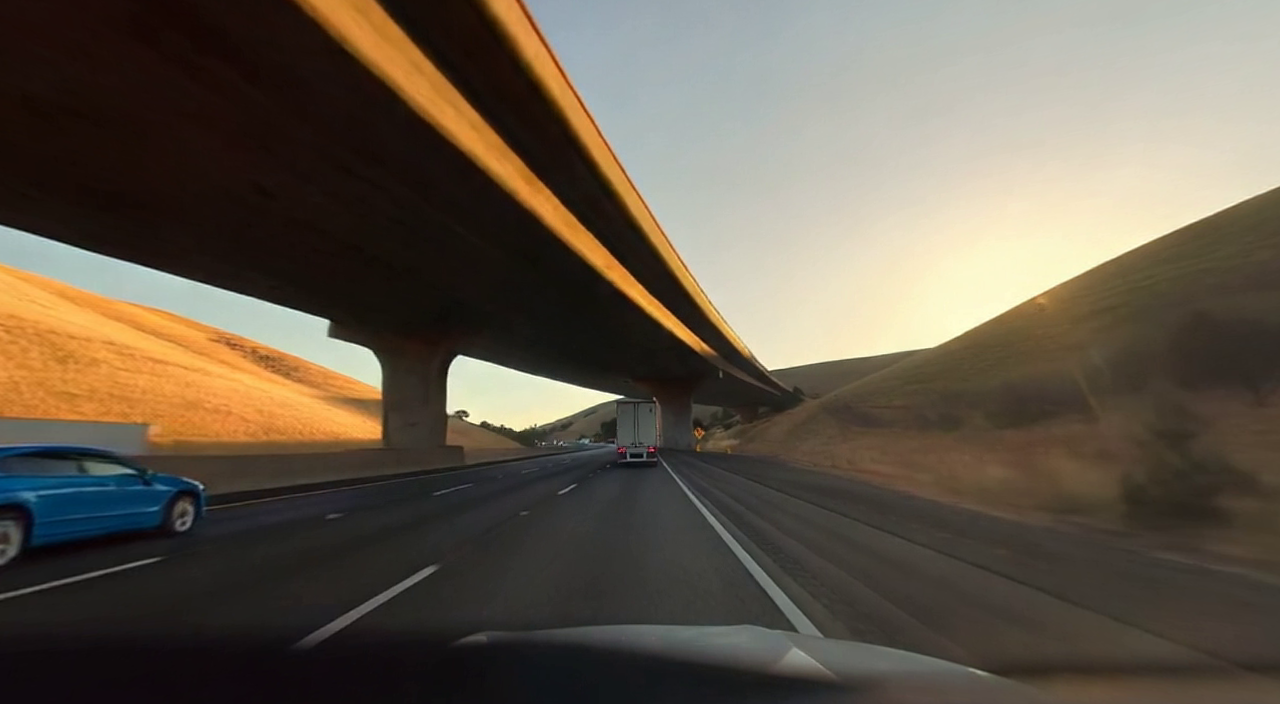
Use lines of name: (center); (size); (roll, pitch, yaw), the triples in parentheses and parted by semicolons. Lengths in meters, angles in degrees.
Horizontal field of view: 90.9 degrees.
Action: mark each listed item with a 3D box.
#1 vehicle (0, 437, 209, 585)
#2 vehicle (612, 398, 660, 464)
vehicle: (-7.574, 1.738, 7.159); (2.078, 1.496, 4.563); (0, -8, 1)
vehicle: (-0.202, 5.611, 43.956); (2.866, 4.014, 11.261); (0, -8, 0)
